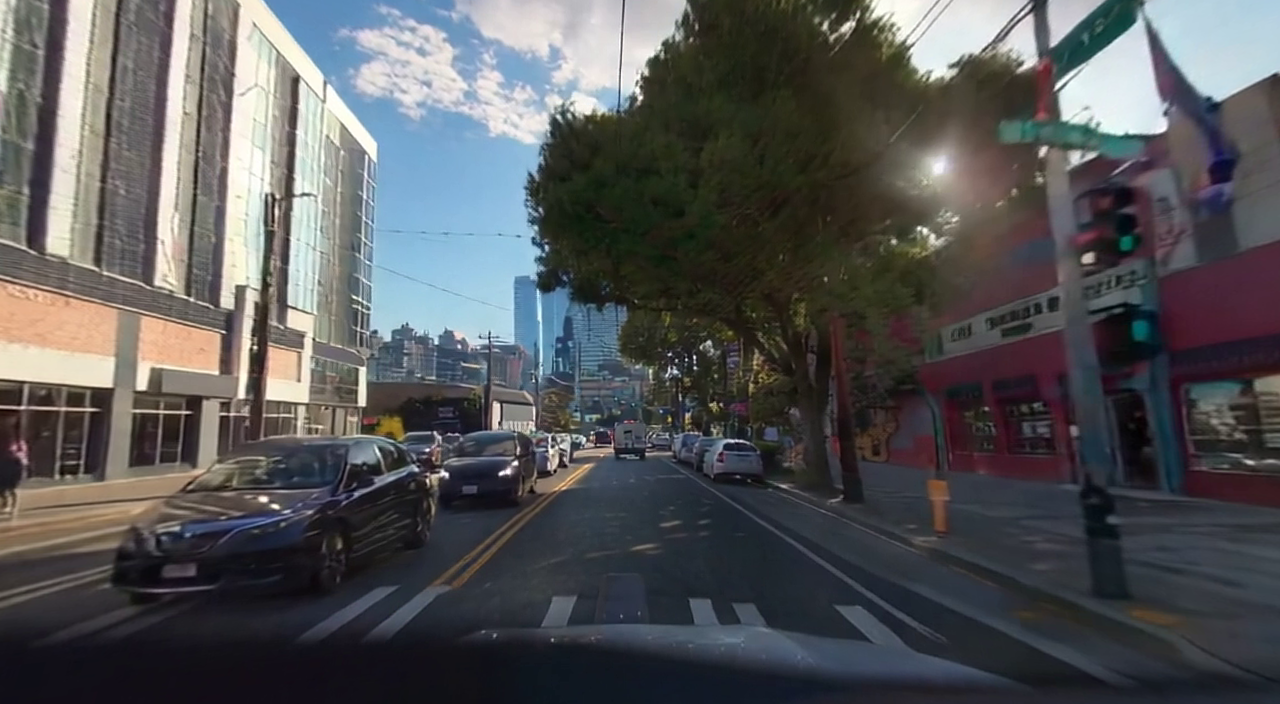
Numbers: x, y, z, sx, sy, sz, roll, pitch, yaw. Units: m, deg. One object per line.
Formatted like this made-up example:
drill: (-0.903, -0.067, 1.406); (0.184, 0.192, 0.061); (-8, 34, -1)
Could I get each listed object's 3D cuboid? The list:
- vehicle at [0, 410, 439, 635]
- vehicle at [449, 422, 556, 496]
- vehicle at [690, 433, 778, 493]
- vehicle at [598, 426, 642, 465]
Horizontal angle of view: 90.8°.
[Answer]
vehicle: (-3.992, 1.513, 6.605); (1.990, 1.568, 3.885); (-2, -9, 10)
vehicle: (-3.553, 2.853, 17.178); (1.983, 1.727, 4.294); (0, -8, -1)
vehicle: (2.754, 3.365, 19.544); (1.934, 1.633, 4.271); (0, -8, -2)
vehicle: (-1.055, 4.939, 33.295); (2.127, 1.893, 4.194); (0, -8, -2)
